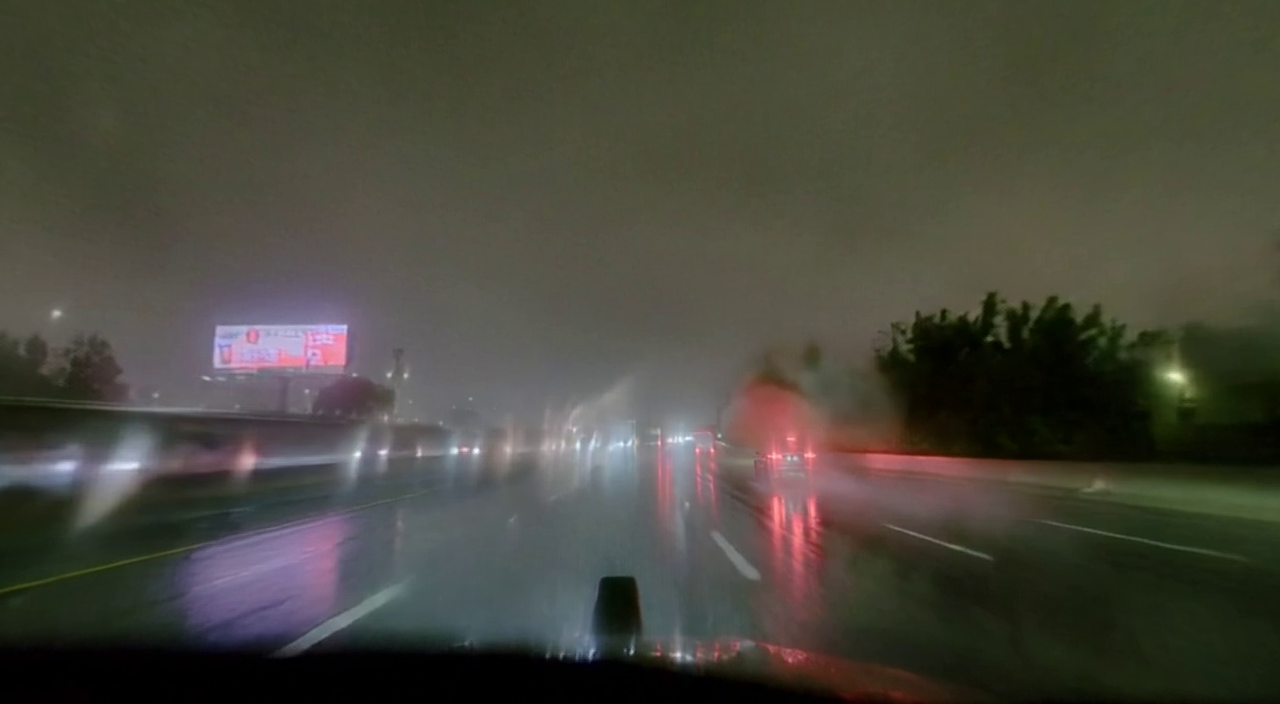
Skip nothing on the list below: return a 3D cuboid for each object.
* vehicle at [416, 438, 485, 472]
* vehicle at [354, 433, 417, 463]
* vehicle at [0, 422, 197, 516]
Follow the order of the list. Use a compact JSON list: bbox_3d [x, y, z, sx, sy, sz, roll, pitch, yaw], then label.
[{"bbox_3d":[-9.447,5.167,31.928,2.063,1.553,4.370,0,-9,1],"label":"vehicle"},{"bbox_3d":[-18.846,7.130,47.076,2.235,2.061,5.495,0,-9,2],"label":"vehicle"},{"bbox_3d":[-12.094,2.439,13.582,1.908,1.673,4.368,0,-9,0],"label":"vehicle"}]
